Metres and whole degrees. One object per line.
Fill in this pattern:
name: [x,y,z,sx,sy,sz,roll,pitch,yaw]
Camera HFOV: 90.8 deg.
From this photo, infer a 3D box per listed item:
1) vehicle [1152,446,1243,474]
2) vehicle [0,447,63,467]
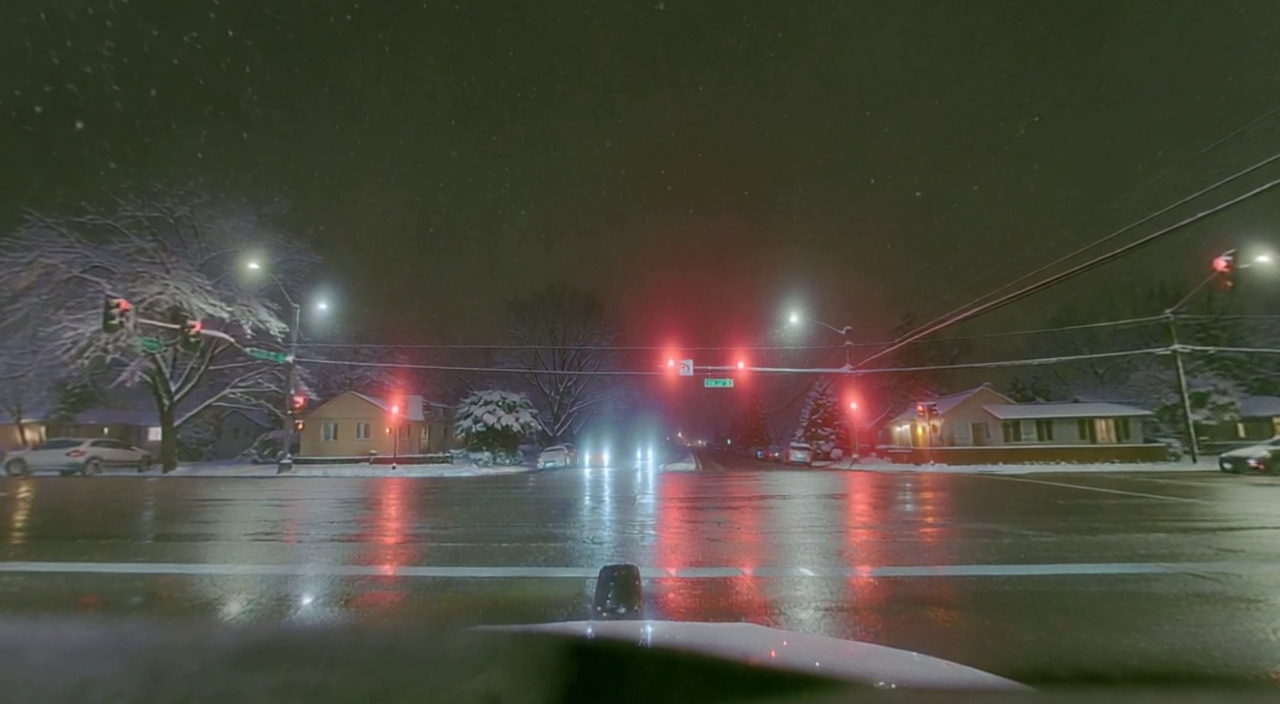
vehicle: [36.779,7.095,41.866,1.853,1.723,4.460,0,-9,-1]
vehicle: [-44.282,7.528,45.390,3.949,1.422,1.744,0,-9,1]
